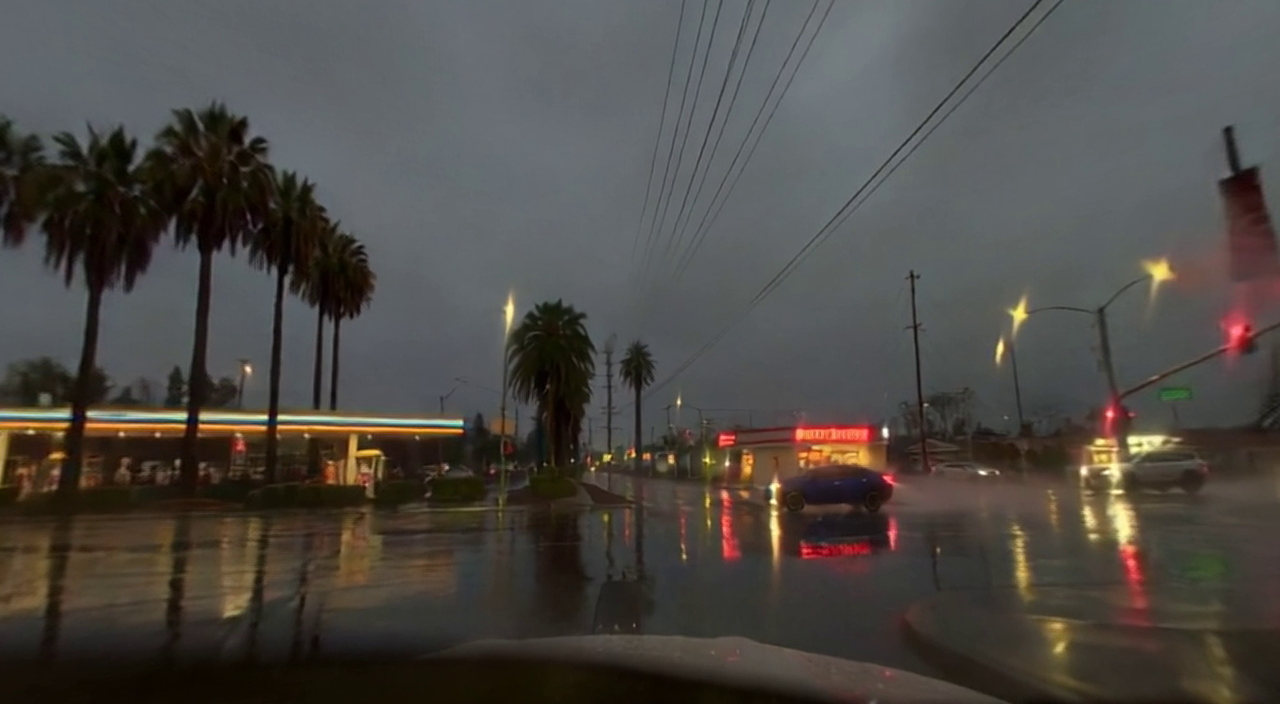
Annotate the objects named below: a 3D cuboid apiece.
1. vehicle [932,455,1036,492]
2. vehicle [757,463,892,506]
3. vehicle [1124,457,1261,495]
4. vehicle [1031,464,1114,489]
[{"bbox_3d":[20.041,7.066,36.910,4.880,1.754,2.202,0,-5,-9],"label":"vehicle"},{"bbox_3d":[7.083,5.092,24.507,4.570,1.480,1.873,1,-9,-7],"label":"vehicle"},{"bbox_3d":[32.853,7.352,37.930,2.490,1.958,5.823,1,-9,-8],"label":"vehicle"},{"bbox_3d":[29.196,8.424,42.838,2.074,1.480,4.369,1,-9,-10],"label":"vehicle"}]
